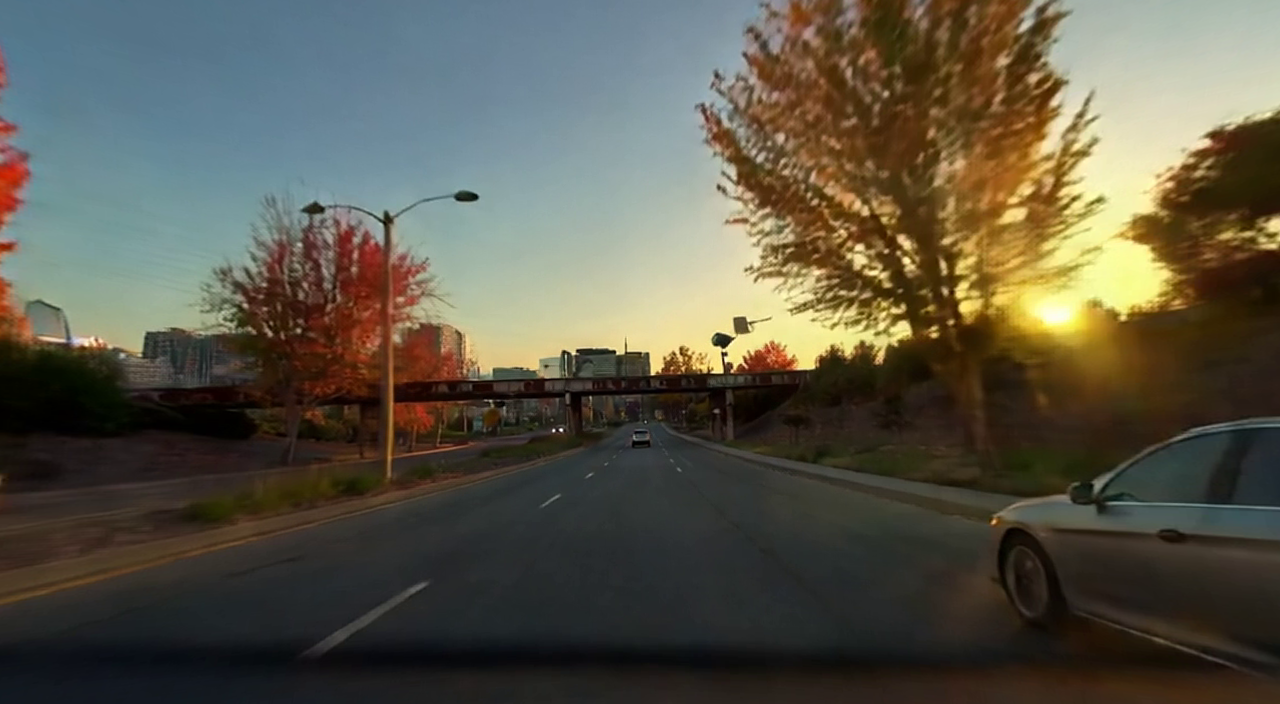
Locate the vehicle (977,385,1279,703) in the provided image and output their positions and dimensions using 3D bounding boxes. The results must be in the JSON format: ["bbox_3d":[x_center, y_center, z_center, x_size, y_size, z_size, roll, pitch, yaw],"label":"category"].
[{"bbox_3d":[3.623,0.907,2.548,2.063,1.542,4.420,0,-9,0],"label":"vehicle"}]
